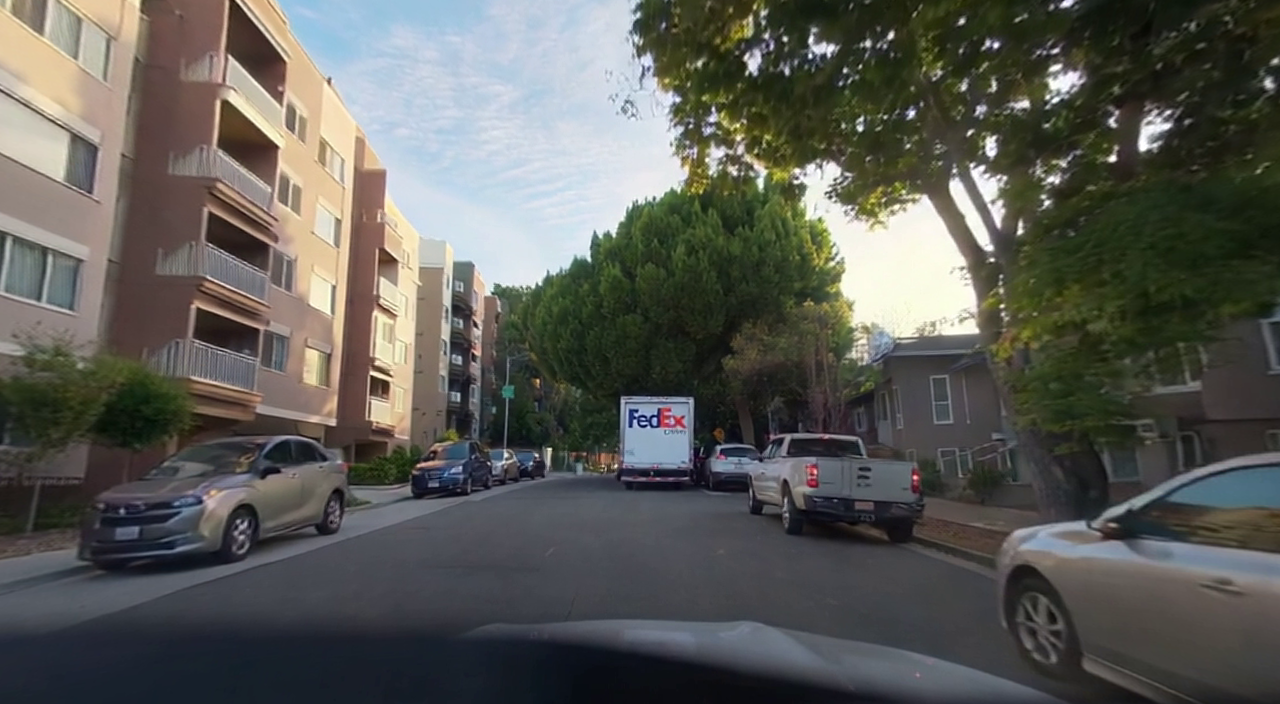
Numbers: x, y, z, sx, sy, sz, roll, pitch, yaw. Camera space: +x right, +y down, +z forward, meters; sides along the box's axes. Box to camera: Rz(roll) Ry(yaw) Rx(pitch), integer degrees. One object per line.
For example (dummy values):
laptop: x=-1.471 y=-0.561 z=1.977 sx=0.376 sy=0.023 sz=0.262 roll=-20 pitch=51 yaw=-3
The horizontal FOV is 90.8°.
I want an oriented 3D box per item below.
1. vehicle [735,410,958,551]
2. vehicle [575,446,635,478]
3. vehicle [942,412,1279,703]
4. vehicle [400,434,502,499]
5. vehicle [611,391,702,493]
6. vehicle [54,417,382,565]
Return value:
vehicle: x=3.376 y=2.249 z=11.893 sx=2.221 sy=1.991 sz=5.564 roll=0 pitch=-8 yaw=-1
vehicle: x=-1.690 y=5.516 z=32.004 sx=1.981 sy=1.500 sz=3.992 roll=-2 pitch=-9 yaw=13
vehicle: x=3.390 y=1.052 z=2.858 sx=1.877 sy=1.500 sz=4.407 roll=0 pitch=-8 yaw=0
vehicle: x=-6.084 y=3.725 z=20.973 sx=2.020 sy=1.867 sz=4.654 roll=0 pitch=-8 yaw=-1
vehicle: x=0.417 y=3.489 z=24.502 sx=2.930 sy=3.275 sz=8.180 roll=0 pitch=-8 yaw=-1
vehicle: x=-5.968 y=1.996 z=9.796 sx=2.089 sy=1.757 sz=4.256 roll=0 pitch=-8 yaw=0
